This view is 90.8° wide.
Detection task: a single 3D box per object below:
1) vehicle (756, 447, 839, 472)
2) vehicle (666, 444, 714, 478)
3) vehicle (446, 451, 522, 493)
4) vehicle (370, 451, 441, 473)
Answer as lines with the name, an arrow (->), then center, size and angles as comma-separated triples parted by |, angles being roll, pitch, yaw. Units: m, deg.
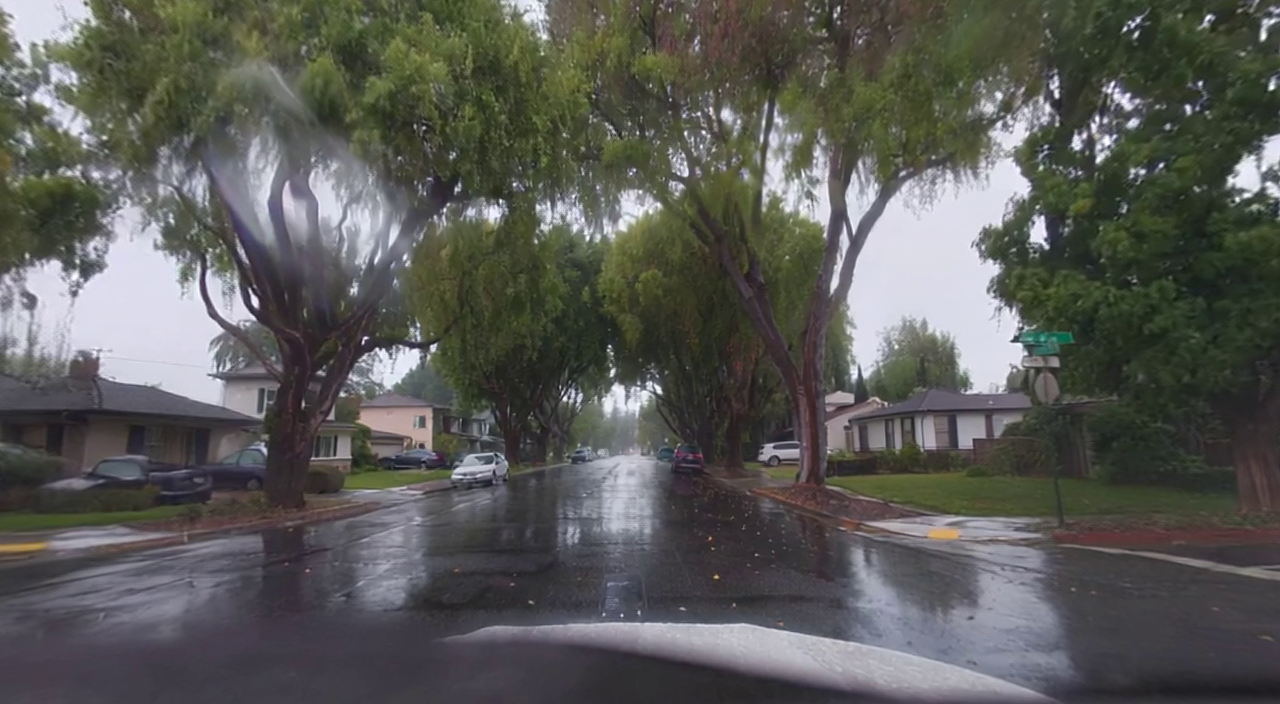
vehicle -> 10.203, 7.010, 41.204 | 5.041, 1.486, 1.969 | -2, -9, 9
vehicle -> 2.894, 6.438, 37.737 | 2.241, 1.875, 5.059 | 0, -8, -2
vehicle -> -6.616, 5.127, 27.335 | 2.099, 1.399, 4.357 | -4, -7, 1
vehicle -> -16.570, 7.765, 44.803 | 4.276, 1.463, 1.832 | -1, -8, 6
